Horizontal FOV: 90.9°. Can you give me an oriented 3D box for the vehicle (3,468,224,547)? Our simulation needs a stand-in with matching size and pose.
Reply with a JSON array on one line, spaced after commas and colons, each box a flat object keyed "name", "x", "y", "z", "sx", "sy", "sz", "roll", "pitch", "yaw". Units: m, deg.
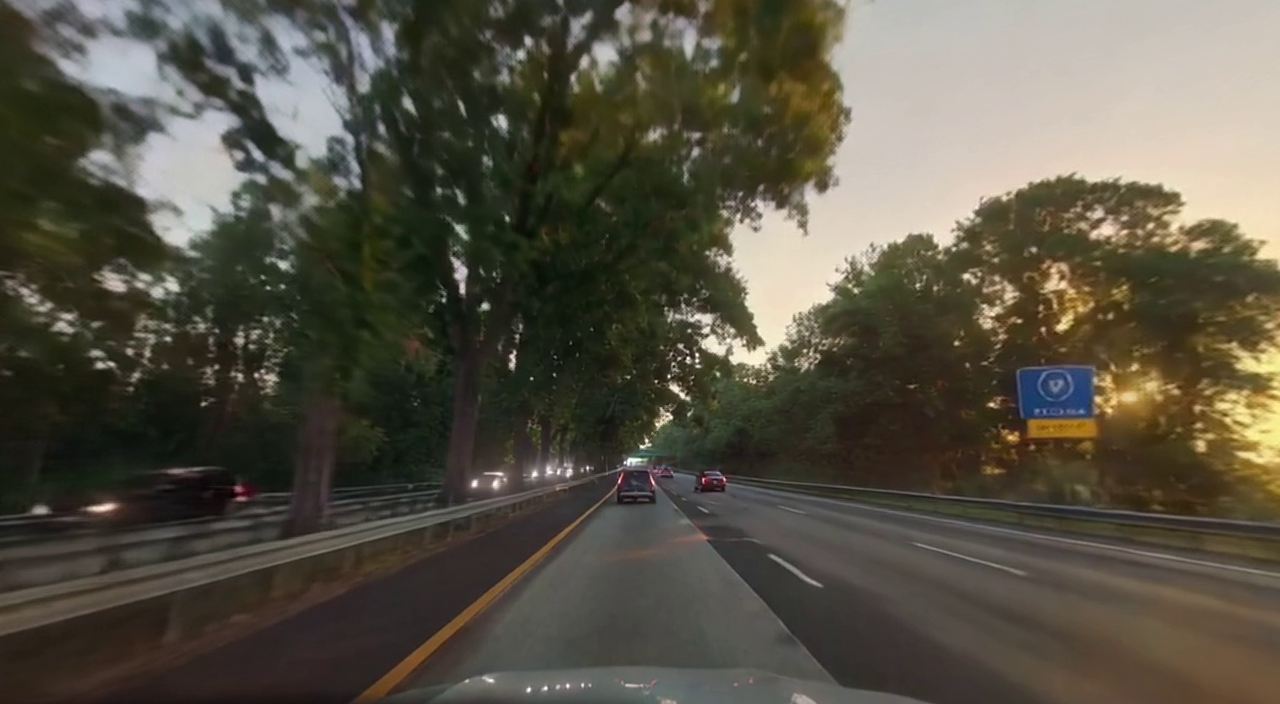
[{"name": "vehicle", "x": -12.296, "y": 3.600, "z": 15.138, "sx": 1.856, "sy": 1.595, "sz": 3.945, "roll": 1, "pitch": -10, "yaw": -1}]

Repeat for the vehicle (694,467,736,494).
[{"name": "vehicle", "x": 4.480, "y": 7.768, "z": 38.264, "sx": 1.974, "sy": 1.476, "sz": 4.119, "roll": 1, "pitch": -10, "yaw": -1}]

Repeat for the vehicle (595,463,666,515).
[{"name": "vehicle", "x": -0.308, "y": 4.361, "z": 20.395, "sx": 2.060, "sy": 1.473, "sz": 3.726, "roll": 1, "pitch": -10, "yaw": -1}]

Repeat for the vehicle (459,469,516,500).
[{"name": "vehicle", "x": -7.937, "y": 6.923, "z": 33.162, "sx": 1.926, "sy": 1.442, "sz": 4.175, "roll": 1, "pitch": -10, "yaw": 1}]
